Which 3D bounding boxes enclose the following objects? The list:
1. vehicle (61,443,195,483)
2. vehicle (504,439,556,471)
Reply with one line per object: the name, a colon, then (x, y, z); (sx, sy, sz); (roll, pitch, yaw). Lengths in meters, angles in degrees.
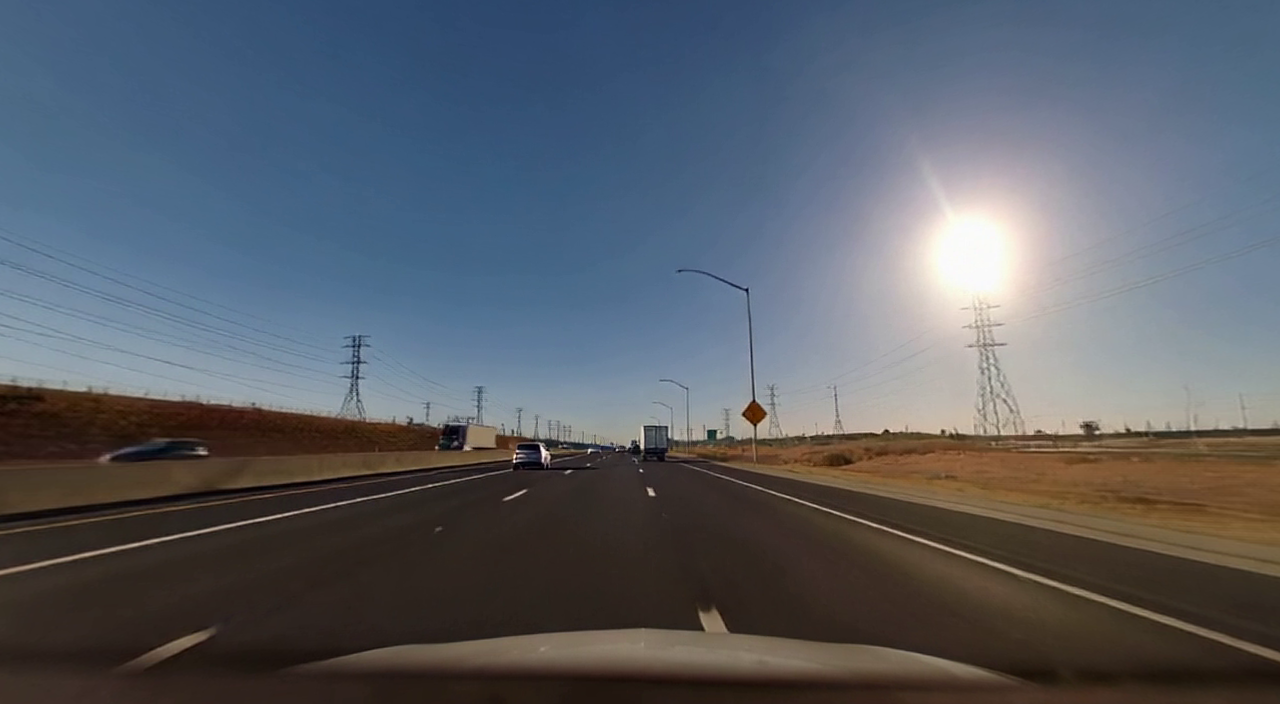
vehicle: (-20.371, 4.409, 25.383); (1.821, 1.473, 4.245); (0, -8, 0)
vehicle: (-5.956, 5.613, 34.687); (2.064, 1.642, 4.389); (0, -8, 0)
